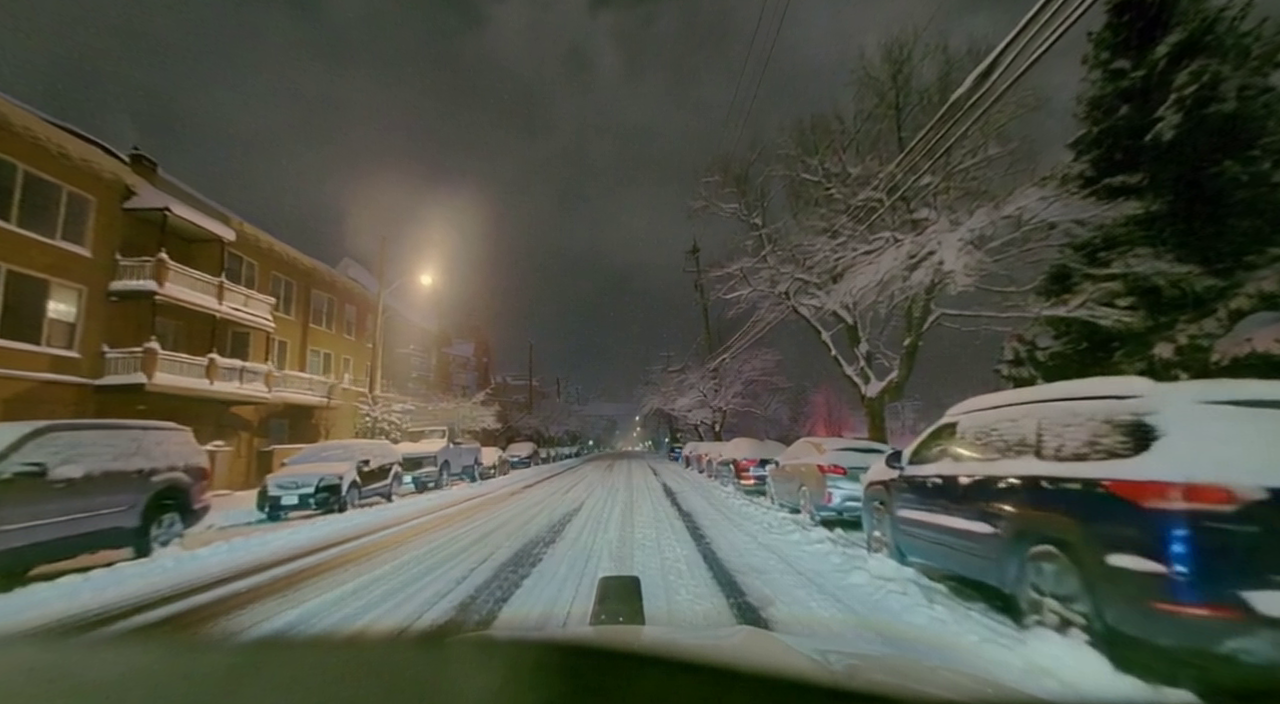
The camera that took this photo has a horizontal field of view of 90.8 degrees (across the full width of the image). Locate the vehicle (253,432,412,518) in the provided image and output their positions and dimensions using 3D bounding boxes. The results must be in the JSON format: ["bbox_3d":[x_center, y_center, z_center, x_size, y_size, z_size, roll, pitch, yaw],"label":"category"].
[{"bbox_3d":[-7.726,3.122,16.469,1.955,1.804,4.523,-3,-9,-1],"label":"vehicle"}]

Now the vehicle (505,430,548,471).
[{"bbox_3d":[-7.207,6.281,40.456,1.889,2.463,4.142,0,-9,1],"label":"vehicle"}]

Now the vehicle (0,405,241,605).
[{"bbox_3d":[-7.579,1.708,7.537,2.209,2.003,5.270,0,-8,-1],"label":"vehicle"}]

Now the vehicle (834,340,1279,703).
[{"bbox_3d":[3.667,1.228,5.467,2.185,1.888,4.724,0,-9,-4],"label":"vehicle"}]

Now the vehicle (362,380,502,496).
[{"bbox_3d":[-7.532,3.307,23.951,2.901,3.610,6.707,-3,-9,1],"label":"vehicle"}]
